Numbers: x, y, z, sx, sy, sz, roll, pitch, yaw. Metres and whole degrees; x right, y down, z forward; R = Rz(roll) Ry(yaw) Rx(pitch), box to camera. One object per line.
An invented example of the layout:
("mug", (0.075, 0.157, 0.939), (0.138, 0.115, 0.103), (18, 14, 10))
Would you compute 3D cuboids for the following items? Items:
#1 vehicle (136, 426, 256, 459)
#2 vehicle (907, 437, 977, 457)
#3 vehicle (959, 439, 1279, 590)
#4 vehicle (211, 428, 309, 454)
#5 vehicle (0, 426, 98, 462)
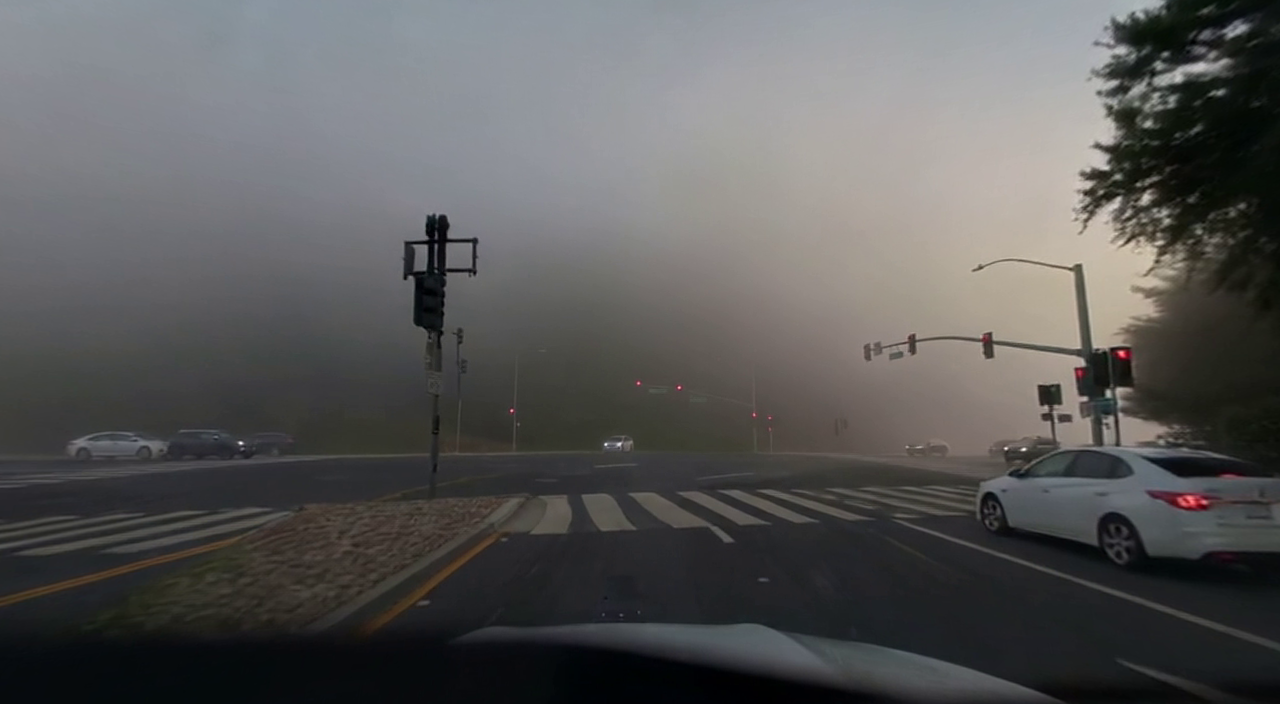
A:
("vehicle", (-21.638, 4.443, 30.990), (4.331, 1.544, 1.896), (2, -9, -16))
("vehicle", (22.555, 7.106, 47.222), (4.516, 1.468, 1.962), (3, -9, -17))
("vehicle", (6.129, 1.868, 8.140), (1.815, 1.417, 4.125), (1, -9, -1))
("vehicle", (-23.056, 5.424, 38.444), (4.683, 1.495, 2.119), (-1, -9, 5))
("vehicle", (-25.817, 3.839, 26.352), (4.335, 1.442, 1.862), (2, -9, -15))
